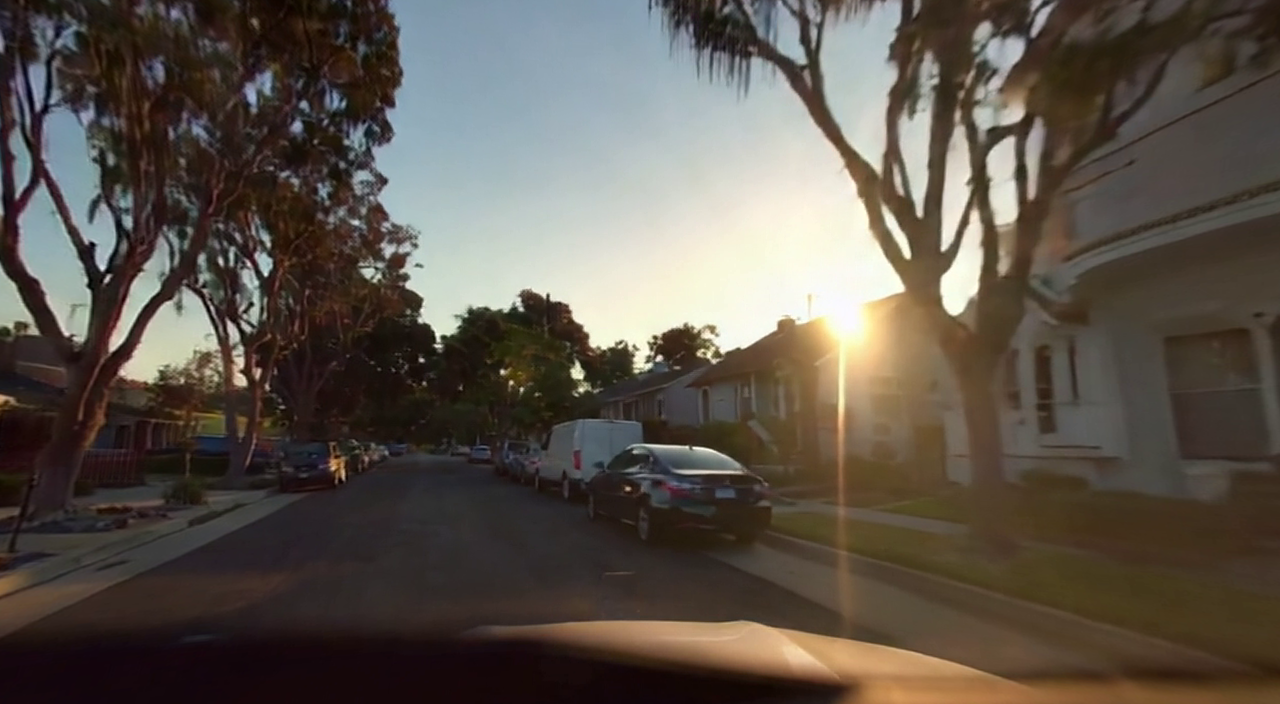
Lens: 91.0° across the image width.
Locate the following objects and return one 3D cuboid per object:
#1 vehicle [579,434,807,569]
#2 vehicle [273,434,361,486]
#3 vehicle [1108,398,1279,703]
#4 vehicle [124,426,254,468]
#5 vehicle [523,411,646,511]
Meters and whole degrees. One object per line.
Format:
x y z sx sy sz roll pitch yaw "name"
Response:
0.501 2.083 9.876 1.828 1.442 4.476 2 -6 -20 "vehicle"
-10.724 3.592 21.249 1.908 1.493 4.806 6 -10 -19 "vehicle"
4.790 1.108 3.289 4.030 1.648 1.827 4 -9 -23 "vehicle"
-19.457 4.080 27.387 4.153 1.550 2.029 3 -2 -20 "vehicle"
-1.605 2.619 16.211 1.993 2.129 4.893 2 -6 -19 "vehicle"
